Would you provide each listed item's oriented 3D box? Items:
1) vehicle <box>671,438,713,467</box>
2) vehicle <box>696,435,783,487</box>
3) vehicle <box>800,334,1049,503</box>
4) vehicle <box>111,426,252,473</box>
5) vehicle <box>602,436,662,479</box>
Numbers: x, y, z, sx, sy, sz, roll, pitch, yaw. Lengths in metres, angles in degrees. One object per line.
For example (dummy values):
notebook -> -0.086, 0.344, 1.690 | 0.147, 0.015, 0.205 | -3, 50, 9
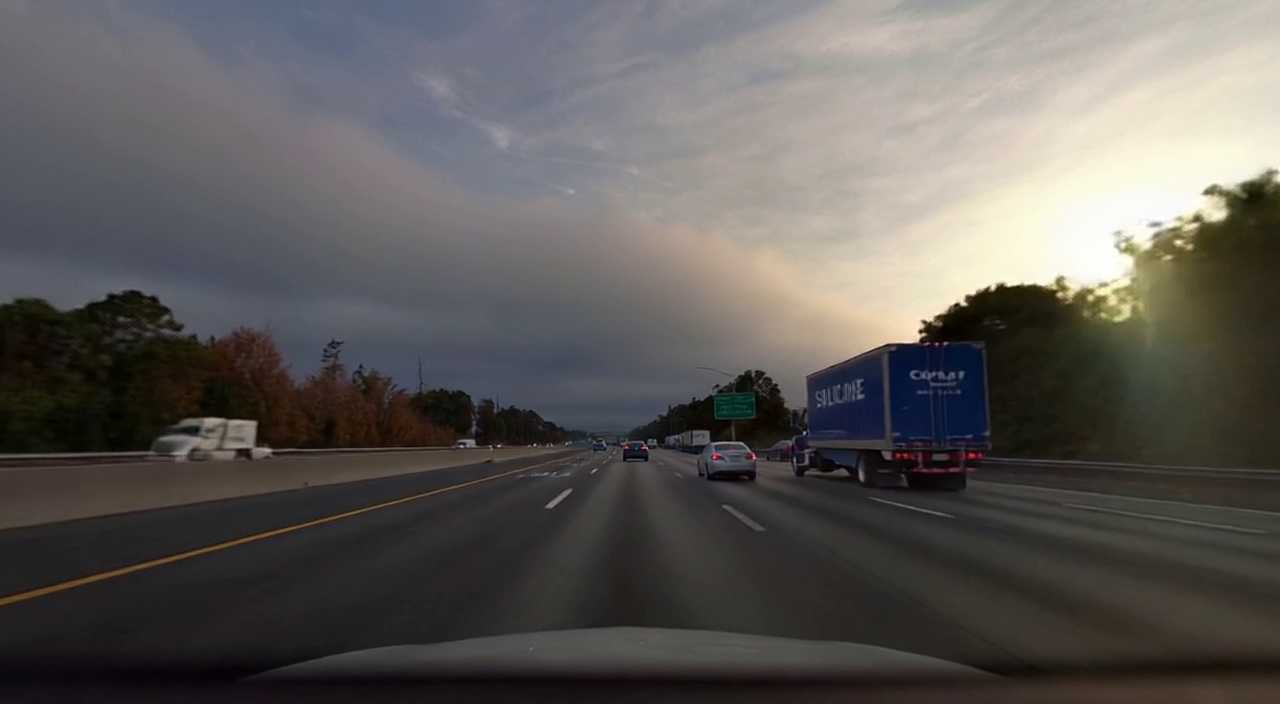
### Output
vehicle -> 2.845, 5.578, 35.205 | 1.856, 1.517, 4.198 | 0, -9, -2
vehicle -> 3.152, 3.576, 21.081 | 1.993, 1.504, 4.781 | 0, -9, -2
vehicle -> 7.261, 2.055, 18.068 | 2.799, 3.655, 8.627 | 0, -9, -2
vehicle -> -21.634, 4.669, 30.277 | 2.313, 2.001, 5.954 | 0, -8, -1
vehicle -> -0.315, 4.010, 24.274 | 2.098, 1.475, 3.997 | 0, -9, -1
